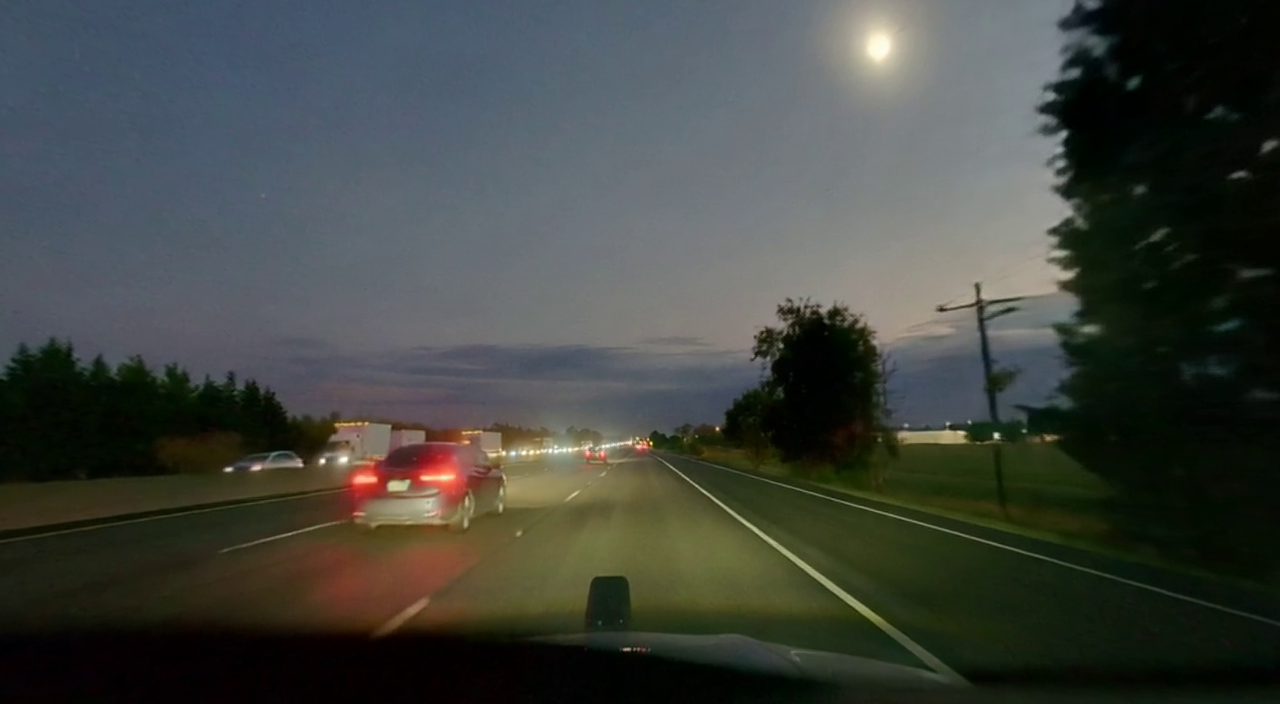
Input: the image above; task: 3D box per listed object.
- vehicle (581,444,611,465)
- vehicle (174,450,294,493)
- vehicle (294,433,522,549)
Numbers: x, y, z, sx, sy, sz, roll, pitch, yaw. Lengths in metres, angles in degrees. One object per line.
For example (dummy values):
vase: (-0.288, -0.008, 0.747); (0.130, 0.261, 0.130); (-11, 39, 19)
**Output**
vehicle: (-3.282, 7.726, 47.703); (1.954, 1.541, 4.079); (0, -9, 0)
vehicle: (-14.984, 4.396, 23.562); (1.881, 1.404, 3.891); (0, -9, 0)
vehicle: (-3.444, 2.160, 10.467); (2.110, 1.500, 4.259); (0, -9, 1)
